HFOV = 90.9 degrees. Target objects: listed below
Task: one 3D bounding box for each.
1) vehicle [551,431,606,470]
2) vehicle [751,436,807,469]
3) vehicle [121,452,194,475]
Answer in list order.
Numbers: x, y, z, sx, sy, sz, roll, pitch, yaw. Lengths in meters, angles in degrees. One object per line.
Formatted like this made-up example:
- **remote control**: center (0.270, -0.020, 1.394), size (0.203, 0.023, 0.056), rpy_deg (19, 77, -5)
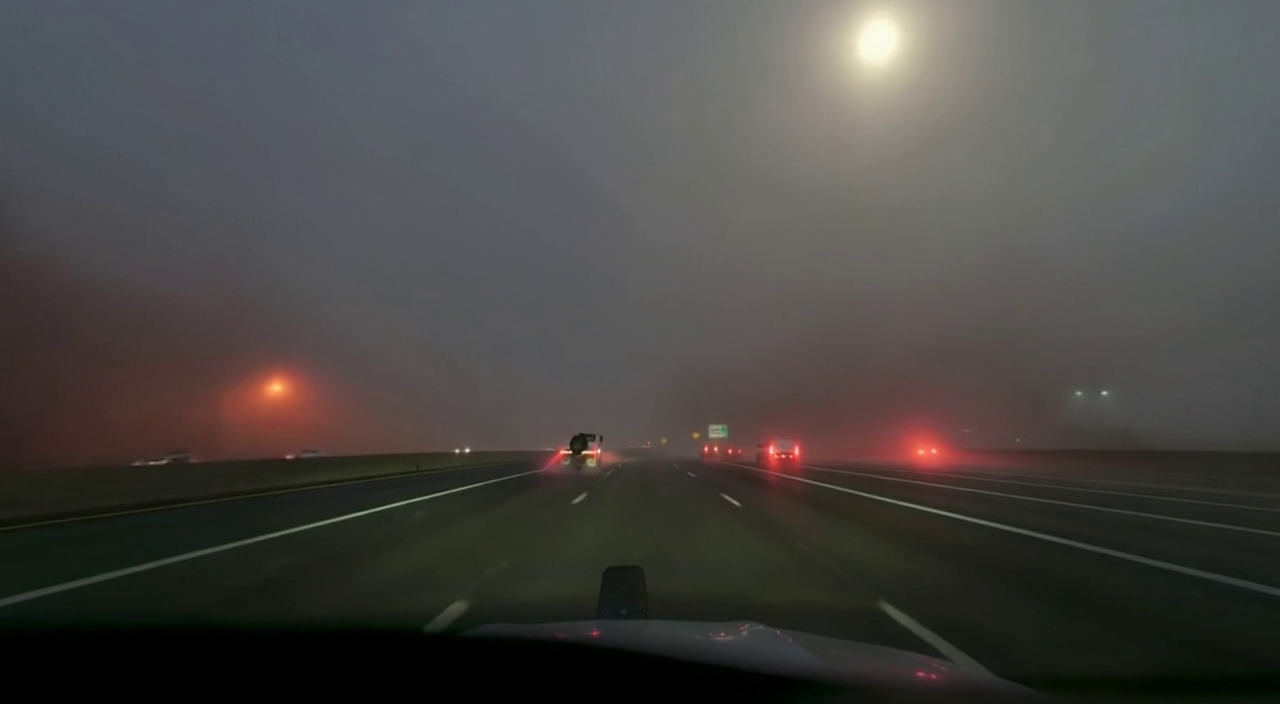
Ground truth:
- **vehicle**: center (-3.313, 5.453, 35.104), size (2.453, 1.952, 5.320), rpy_deg (0, -8, 1)
- **vehicle**: center (7.625, 5.542, 34.950), size (2.063, 1.706, 4.259), rpy_deg (0, -8, -1)
- **vehicle**: center (-35.375, 8.169, 46.350), size (1.798, 1.499, 4.543), rpy_deg (0, -8, -1)
